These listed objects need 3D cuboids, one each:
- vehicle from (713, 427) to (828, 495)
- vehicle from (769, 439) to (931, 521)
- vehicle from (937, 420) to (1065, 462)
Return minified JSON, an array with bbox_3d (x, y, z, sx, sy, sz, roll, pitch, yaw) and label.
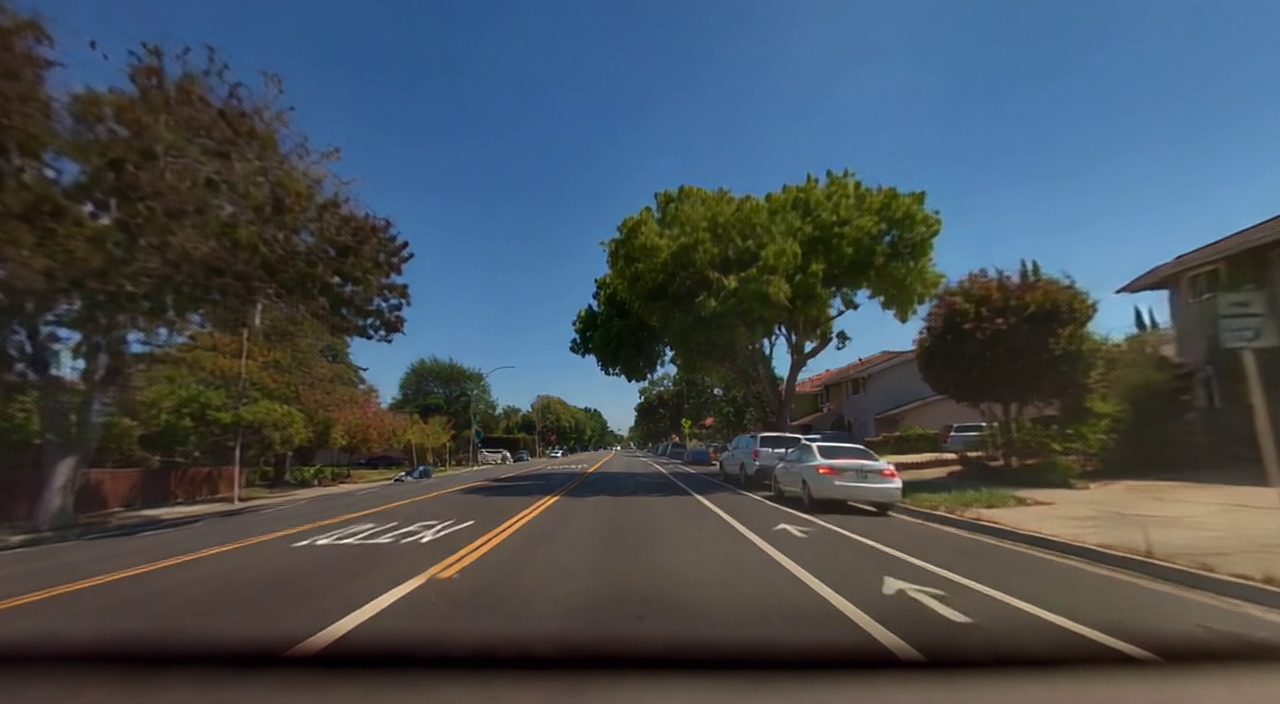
[{"bbox_3d":[3.971,3.471,20.500,2.293,1.858,5.868,0,-9,-2],"label":"vehicle"},{"bbox_3d":[4.319,2.690,13.835,1.919,1.474,4.370,0,-9,-2],"label":"vehicle"},{"bbox_3d":[16.352,4.069,28.808,4.524,1.805,2.067,-1,-9,0],"label":"vehicle"}]
